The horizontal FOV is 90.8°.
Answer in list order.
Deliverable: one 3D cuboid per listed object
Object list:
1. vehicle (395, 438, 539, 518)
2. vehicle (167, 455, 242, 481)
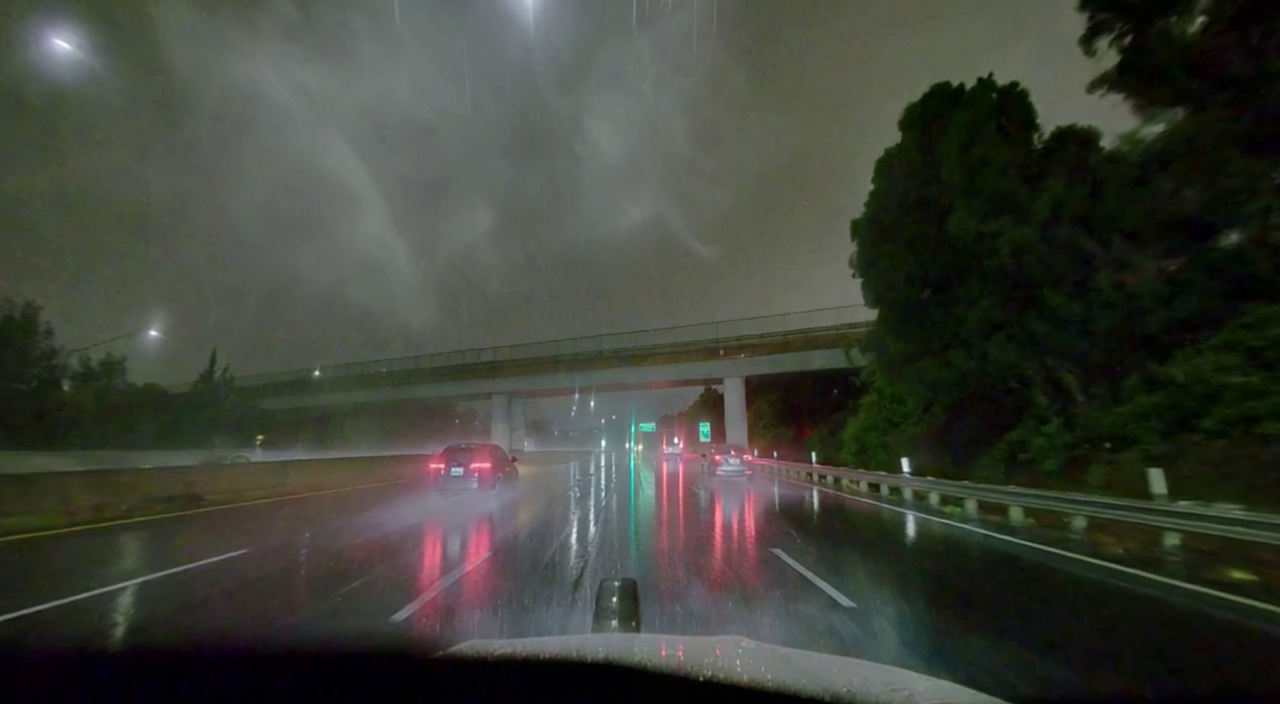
[{"bbox_3d":[-3.692,2.762,14.410,2.037,1.514,4.335,0,-9,0],"label":"vehicle"},{"bbox_3d":[-28.103,7.447,40.915,1.809,1.504,4.361,0,-9,-1],"label":"vehicle"}]
